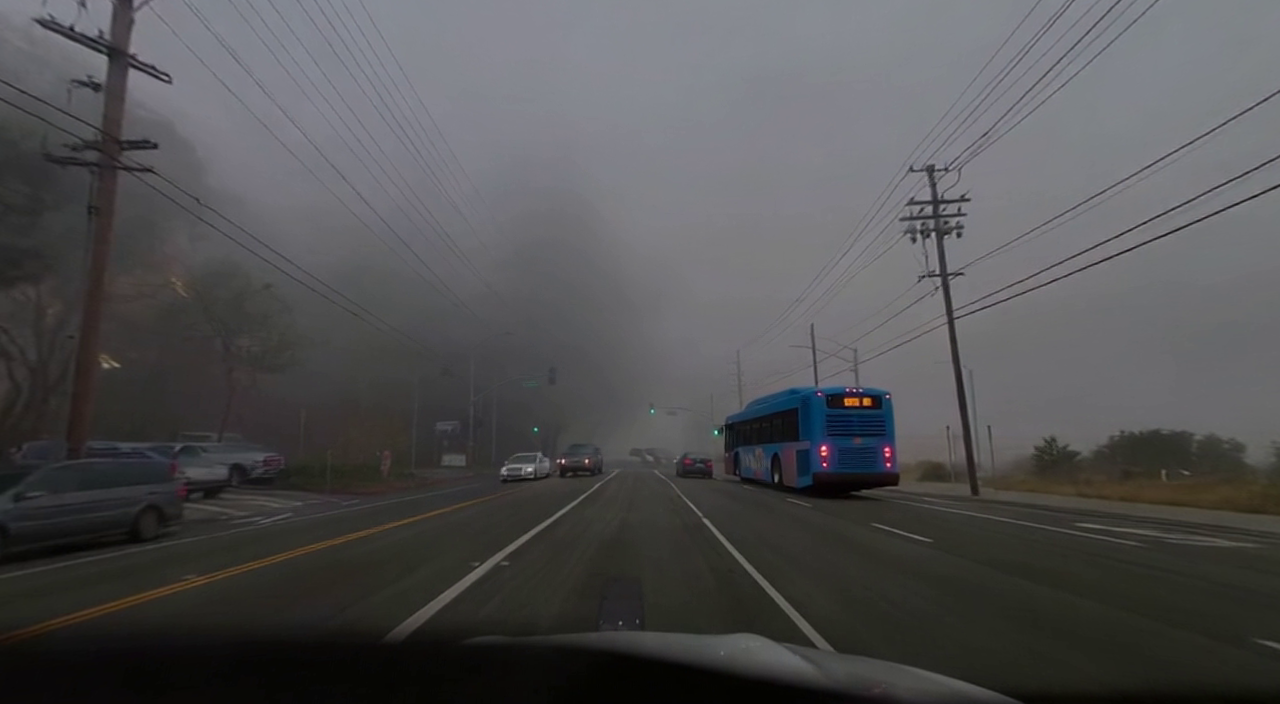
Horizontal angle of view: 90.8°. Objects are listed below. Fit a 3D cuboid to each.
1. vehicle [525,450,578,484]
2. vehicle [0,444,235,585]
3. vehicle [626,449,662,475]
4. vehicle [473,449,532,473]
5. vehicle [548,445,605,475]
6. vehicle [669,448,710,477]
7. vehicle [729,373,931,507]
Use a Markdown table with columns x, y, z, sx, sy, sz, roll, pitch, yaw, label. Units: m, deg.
| x | y | z | sx | sy | sz | roll | pitch | yaw | label |
| --- | --- | --- | --- | --- | --- | --- | --- | --- | --- |
| -4.250 | 5.589 | 31.060 | 1.915 | 1.452 | 4.654 | 0 | -8 | 0 | vehicle |
| -8.615 | 2.244 | 9.601 | 2.017 | 1.659 | 4.405 | 0 | -8 | -1 | vehicle |
| 0.184 | 6.719 | 38.882 | 2.016 | 1.464 | 4.089 | 0 | -8 | -3 | vehicle |
| -10.854 | 8.557 | 49.698 | 4.699 | 1.750 | 2.132 | -7 | -11 | 40 | vehicle |
| -4.105 | 7.083 | 41.719 | 2.076 | 1.815 | 4.464 | -3 | -9 | 19 | vehicle |
| 2.702 | 6.162 | 35.369 | 1.961 | 1.470 | 4.196 | 0 | -8 | -1 | vehicle |
| 5.795 | 3.188 | 22.708 | 3.045 | 3.447 | 12.604 | 0 | -8 | -1 | vehicle |
